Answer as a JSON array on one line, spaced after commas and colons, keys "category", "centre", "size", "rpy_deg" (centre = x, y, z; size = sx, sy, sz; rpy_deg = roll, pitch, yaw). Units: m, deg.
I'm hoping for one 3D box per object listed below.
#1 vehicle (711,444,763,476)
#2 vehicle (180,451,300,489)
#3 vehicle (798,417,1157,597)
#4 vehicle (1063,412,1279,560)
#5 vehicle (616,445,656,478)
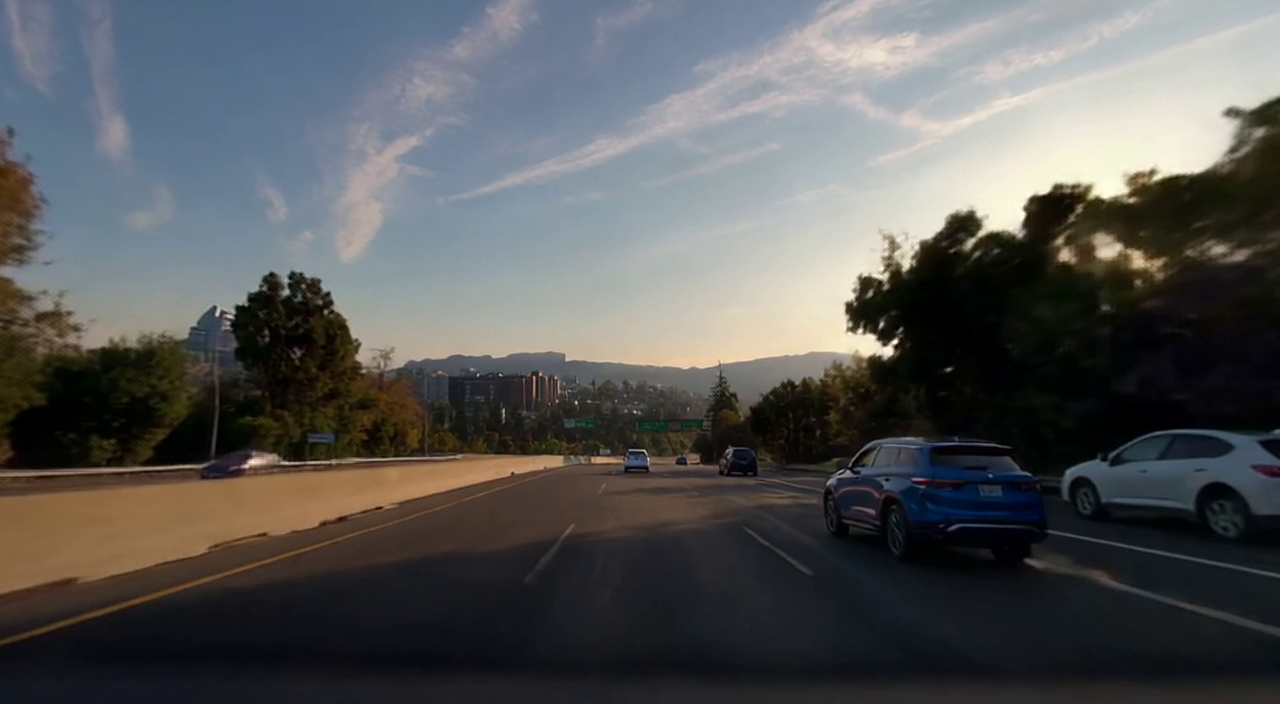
[{"category": "vehicle", "centre": [7.217, 8.126, 47.785], "size": [2.526, 2.230, 6.190], "rpy_deg": [0, -8, -3]}, {"category": "vehicle", "centre": [-17.061, 5.035, 27.324], "size": [2.137, 1.454, 4.701], "rpy_deg": [0, -8, 0]}, {"category": "vehicle", "centre": [3.722, 1.765, 8.136], "size": [2.097, 1.659, 4.320], "rpy_deg": [0, -8, -2]}, {"category": "vehicle", "centre": [8.843, 1.846, 9.075], "size": [1.967, 1.816, 4.775], "rpy_deg": [0, -8, -3]}, {"category": "vehicle", "centre": [-0.322, 6.302, 36.785], "size": [2.181, 1.768, 4.383], "rpy_deg": [0, -8, -2]}]
